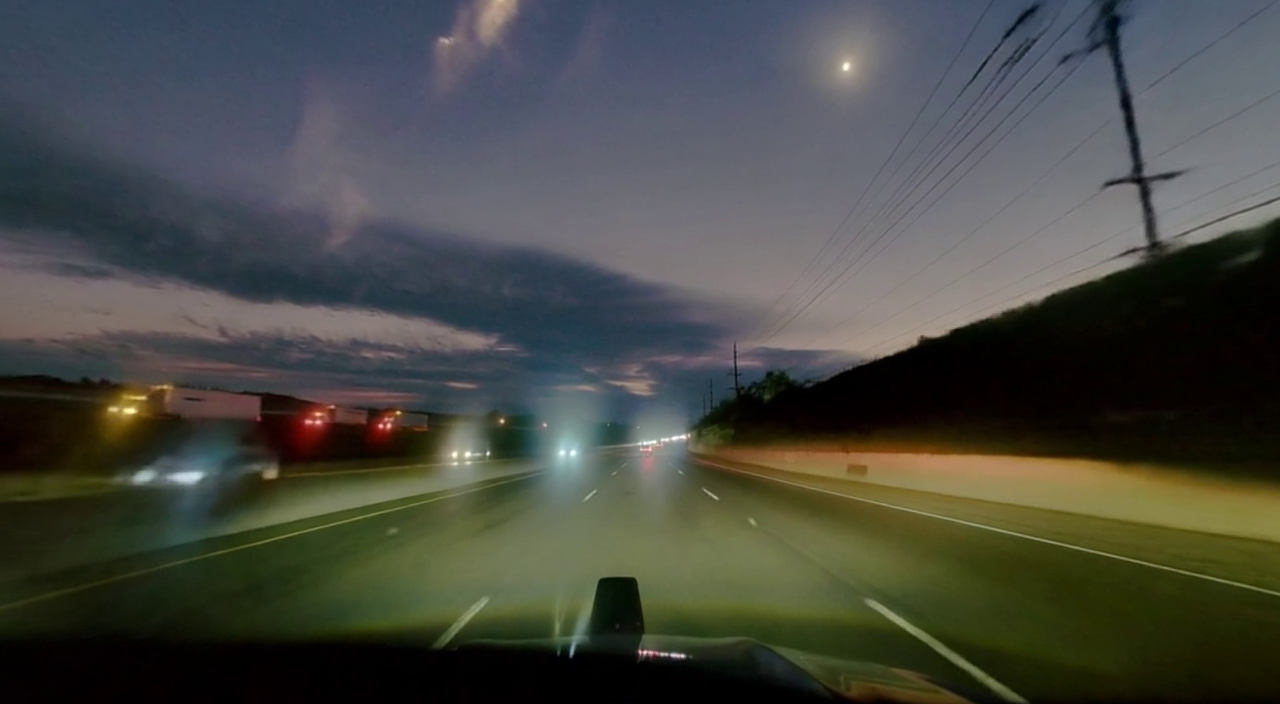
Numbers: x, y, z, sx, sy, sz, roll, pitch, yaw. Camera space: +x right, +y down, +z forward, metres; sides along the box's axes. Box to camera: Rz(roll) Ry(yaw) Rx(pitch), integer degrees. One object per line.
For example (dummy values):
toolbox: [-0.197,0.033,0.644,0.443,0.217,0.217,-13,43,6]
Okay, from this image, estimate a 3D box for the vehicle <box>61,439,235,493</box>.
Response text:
vehicle: [-14.750,3.425,19.303,1.822,1.434,4.298,0,-9,0]

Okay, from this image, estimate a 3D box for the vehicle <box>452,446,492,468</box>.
vehicle: [-11.078,6.971,41.875,1.551,1.382,3.595,0,-10,2]
